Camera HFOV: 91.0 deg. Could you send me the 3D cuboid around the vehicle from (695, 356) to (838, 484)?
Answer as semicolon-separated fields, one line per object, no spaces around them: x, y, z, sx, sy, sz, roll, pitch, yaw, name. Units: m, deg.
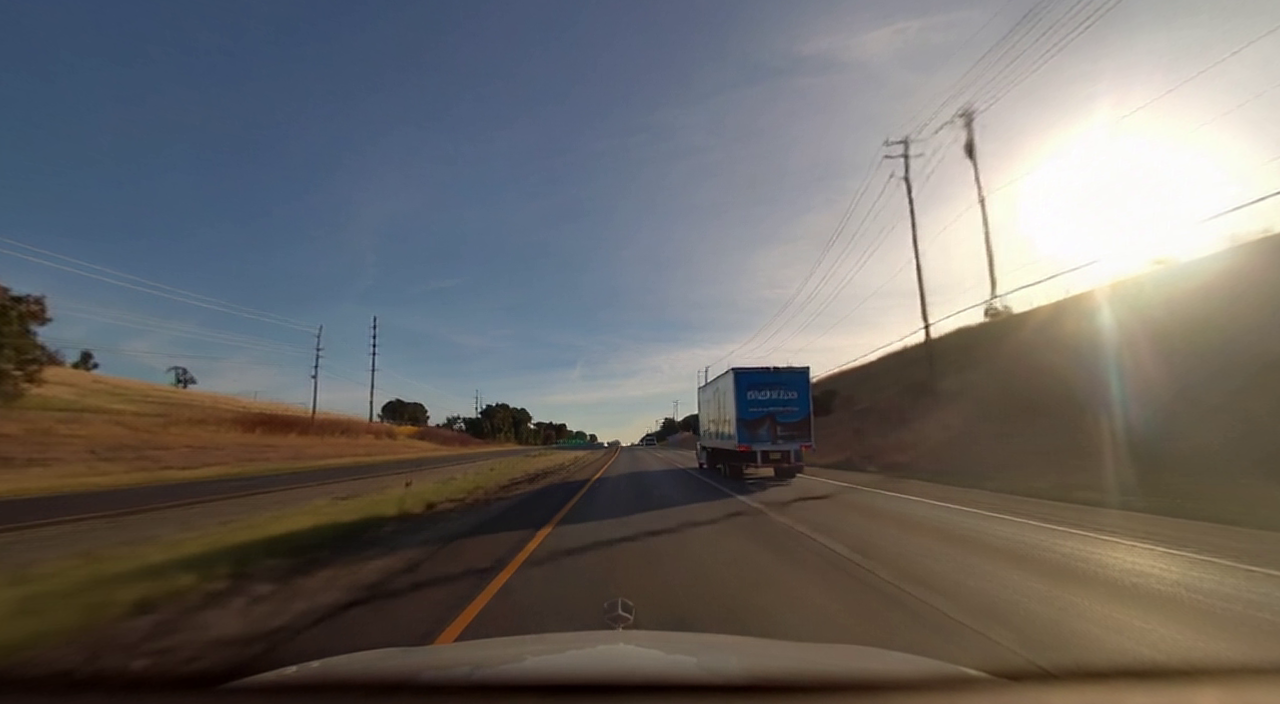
4.033;2.592;22.778;3.037;3.672;9.136;0;-8;-1;vehicle
